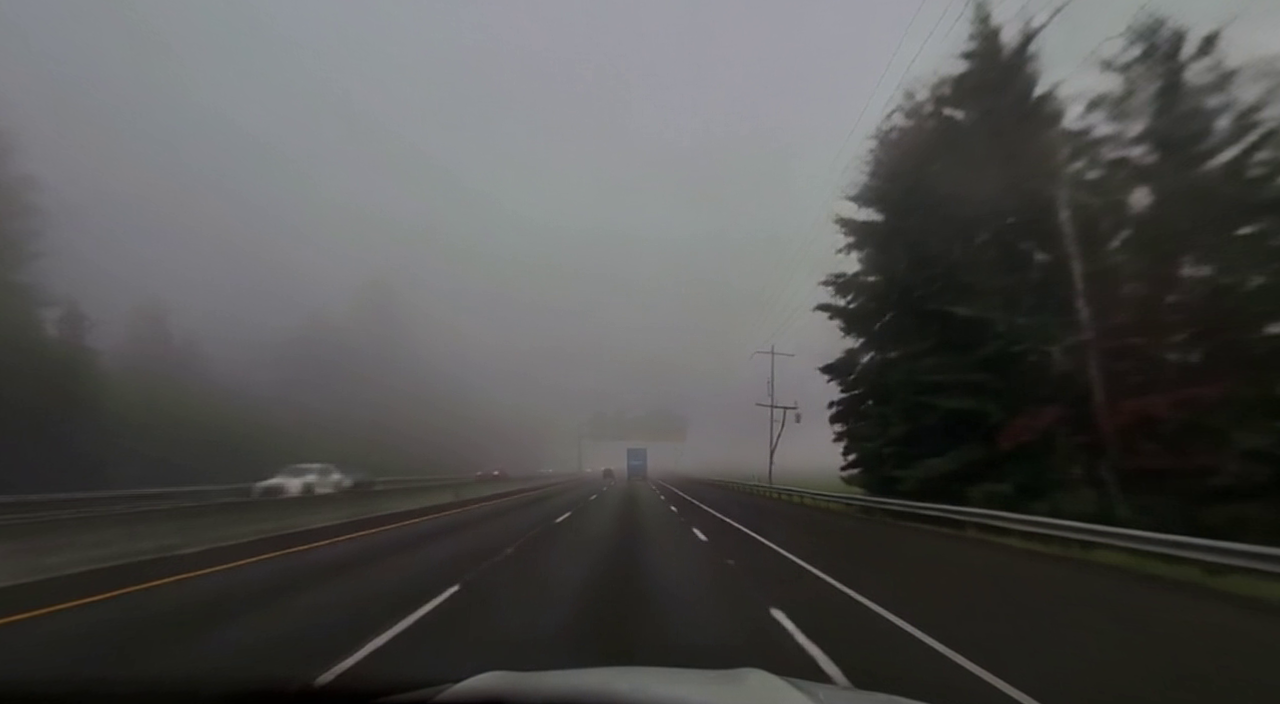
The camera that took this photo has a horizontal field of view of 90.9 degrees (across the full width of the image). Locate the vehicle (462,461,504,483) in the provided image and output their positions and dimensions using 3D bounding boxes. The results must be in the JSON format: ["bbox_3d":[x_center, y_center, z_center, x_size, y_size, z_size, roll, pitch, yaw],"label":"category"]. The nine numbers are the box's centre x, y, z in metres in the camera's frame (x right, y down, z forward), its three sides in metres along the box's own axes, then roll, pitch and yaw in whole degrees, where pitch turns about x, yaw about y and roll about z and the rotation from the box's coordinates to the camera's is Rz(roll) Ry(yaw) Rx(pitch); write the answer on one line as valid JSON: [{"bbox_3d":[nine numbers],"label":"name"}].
[{"bbox_3d":[-12.020,9.219,48.505,1.887,1.528,4.789,1,-10,1],"label":"vehicle"}]

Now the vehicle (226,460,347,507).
[{"bbox_3d":[-11.980,4.471,21.667,1.877,1.429,3.879,1,-10,0],"label":"vehicle"}]
